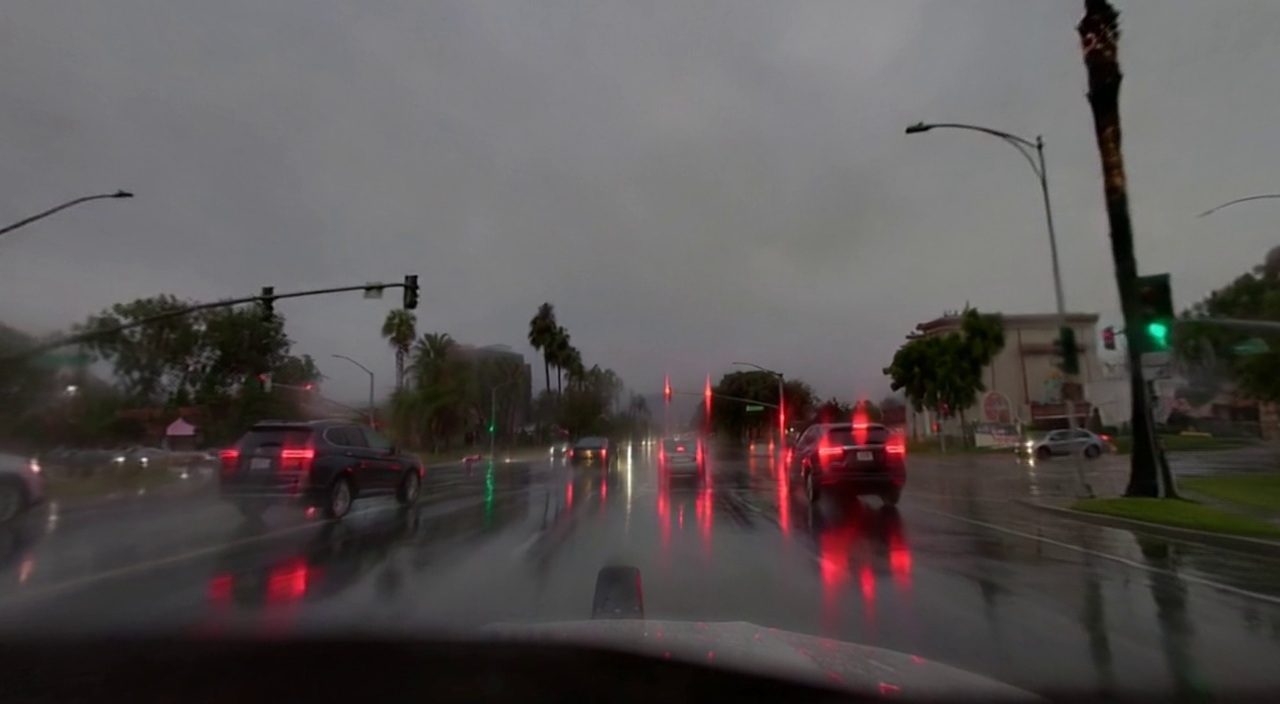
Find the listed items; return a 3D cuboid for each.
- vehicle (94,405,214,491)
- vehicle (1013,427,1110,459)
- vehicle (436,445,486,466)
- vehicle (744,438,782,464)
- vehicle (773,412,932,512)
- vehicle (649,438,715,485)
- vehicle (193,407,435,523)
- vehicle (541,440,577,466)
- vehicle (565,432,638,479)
[{"bbox_3d":[-24.321,4.619,31.286,3.436,3.529,11.210,5,-9,-43],"label":"vehicle"},{"bbox_3d":[26.788,5.824,40.306,4.557,1.848,2.008,-2,-9,10],"label":"vehicle"},{"bbox_3d":[-13.410,7.712,47.177,1.918,1.443,4.612,6,-11,-38],"label":"vehicle"},{"bbox_3d":[7.651,6.235,39.746,2.149,1.532,4.168,-1,-8,8],"label":"vehicle"},{"bbox_3d":[4.716,2.543,15.033,2.267,1.931,5.145,-1,-8,4],"label":"vehicle"},{"bbox_3d":[1.552,3.804,22.280,2.057,1.492,3.825,-1,-8,7],"label":"vehicle"},{"bbox_3d":[-6.146,2.197,12.764,2.127,1.888,4.637,-1,-8,4],"label":"vehicle"},{"bbox_3d":[-5.640,6.943,43.546,2.041,1.660,4.371,2,-9,-12],"label":"vehicle"},{"bbox_3d":[-1.494,4.294,26.508,2.088,1.746,4.650,-2,-8,9],"label":"vehicle"}]
